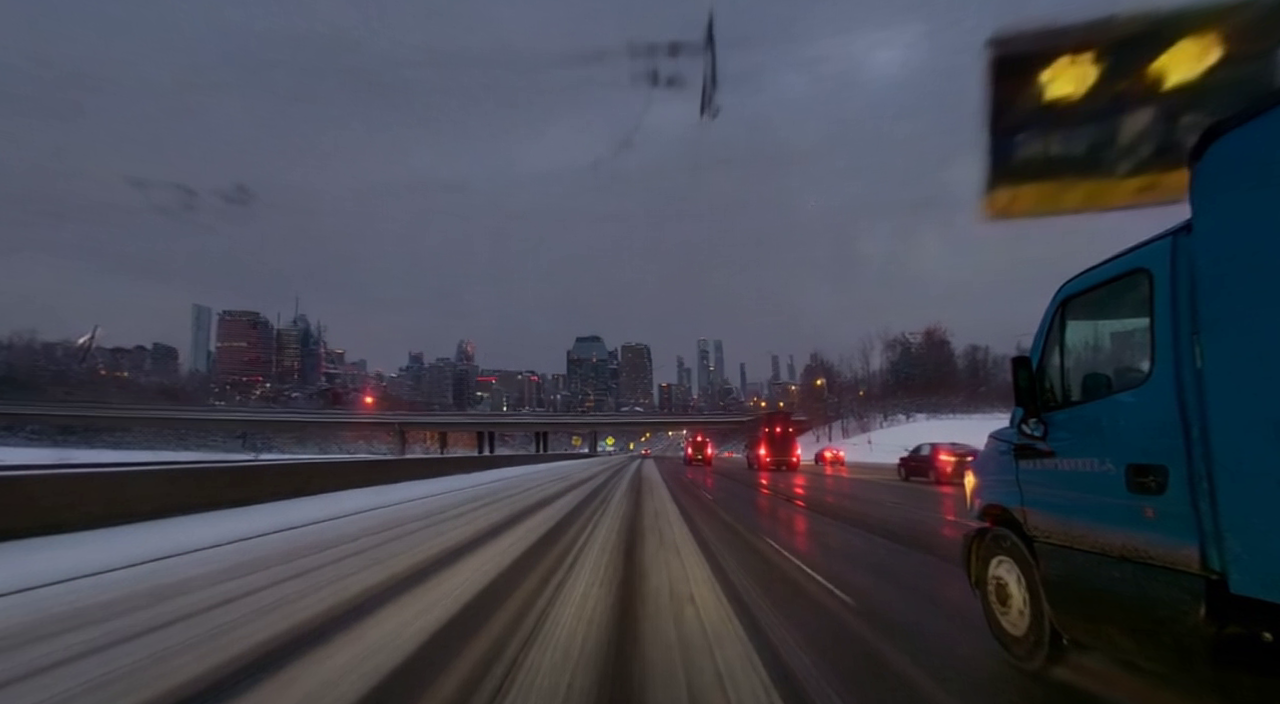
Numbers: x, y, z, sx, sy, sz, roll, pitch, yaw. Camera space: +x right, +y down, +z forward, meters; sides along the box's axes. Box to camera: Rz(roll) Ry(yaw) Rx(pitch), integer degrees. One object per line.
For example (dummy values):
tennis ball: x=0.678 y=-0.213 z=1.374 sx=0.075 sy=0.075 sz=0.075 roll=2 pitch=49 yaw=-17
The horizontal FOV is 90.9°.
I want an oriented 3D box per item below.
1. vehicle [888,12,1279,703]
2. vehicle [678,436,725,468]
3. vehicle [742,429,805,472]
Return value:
vehicle: x=3.345 y=0.191 z=1.635 sx=2.436 sy=2.745 sz=7.034 roll=0 pitch=-8 yaw=-1
vehicle: x=3.999 y=6.672 z=42.133 sx=2.464 sy=1.961 sz=5.520 roll=0 pitch=-8 yaw=-1
vehicle: x=7.464 y=5.586 z=35.840 sx=2.301 sy=2.203 sz=5.419 roll=0 pitch=-8 yaw=-1
